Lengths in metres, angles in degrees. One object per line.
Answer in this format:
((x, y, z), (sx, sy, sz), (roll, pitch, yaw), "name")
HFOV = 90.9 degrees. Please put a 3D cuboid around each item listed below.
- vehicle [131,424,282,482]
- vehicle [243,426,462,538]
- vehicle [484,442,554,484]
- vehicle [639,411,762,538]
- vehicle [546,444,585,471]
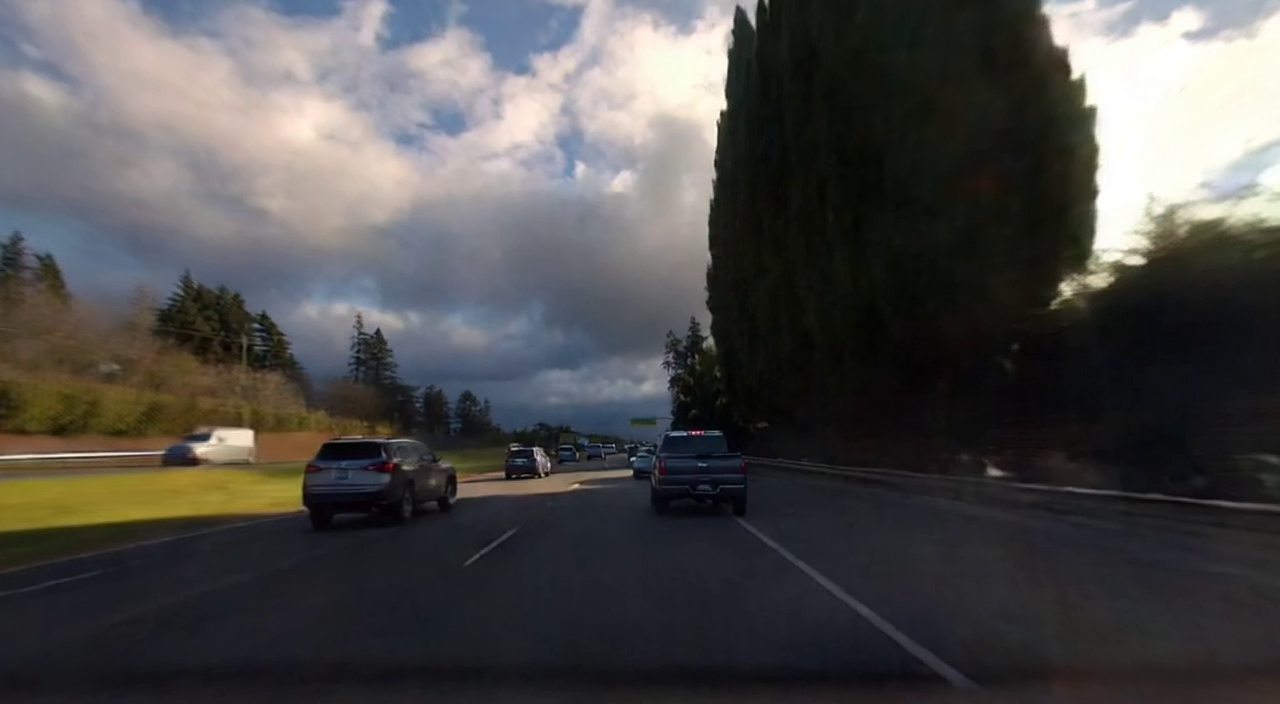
((-16.041, 3.770, 23.761), (2.076, 1.922, 5.041), (0, -9, 0), "vehicle")
((-4.877, 2.252, 11.519), (1.934, 1.642, 4.201), (0, -9, 1), "vehicle")
((-4.595, 4.273, 24.545), (1.867, 1.489, 3.829), (0, -9, 1), "vehicle")
((0.923, 2.174, 11.679), (1.825, 1.920, 3.960), (0, -9, -1), "vehicle")
((-4.575, 6.514, 39.169), (1.855, 1.527, 4.209), (0, -9, 1), "vehicle")
